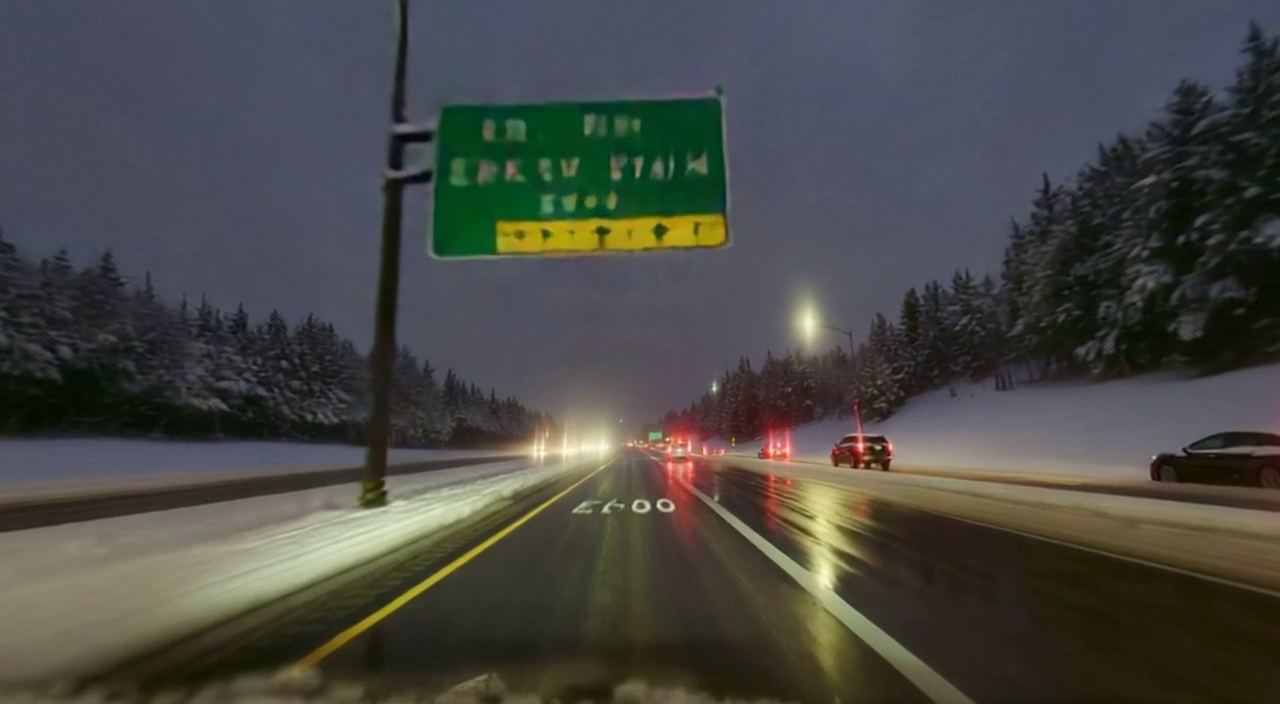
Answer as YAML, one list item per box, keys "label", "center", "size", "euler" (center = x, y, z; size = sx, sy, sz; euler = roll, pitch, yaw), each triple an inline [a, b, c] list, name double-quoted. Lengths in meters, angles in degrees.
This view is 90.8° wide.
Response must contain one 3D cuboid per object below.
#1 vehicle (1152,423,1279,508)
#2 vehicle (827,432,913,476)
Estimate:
- label: "vehicle"
  center: [14.110, 2.466, 13.875]
  size: [1.957, 1.709, 4.387]
  euler: [0, -9, -1]
- label: "vehicle"
  center: [10.265, 4.581, 28.605]
  size: [2.098, 1.820, 4.505]
  euler: [0, -9, -1]
